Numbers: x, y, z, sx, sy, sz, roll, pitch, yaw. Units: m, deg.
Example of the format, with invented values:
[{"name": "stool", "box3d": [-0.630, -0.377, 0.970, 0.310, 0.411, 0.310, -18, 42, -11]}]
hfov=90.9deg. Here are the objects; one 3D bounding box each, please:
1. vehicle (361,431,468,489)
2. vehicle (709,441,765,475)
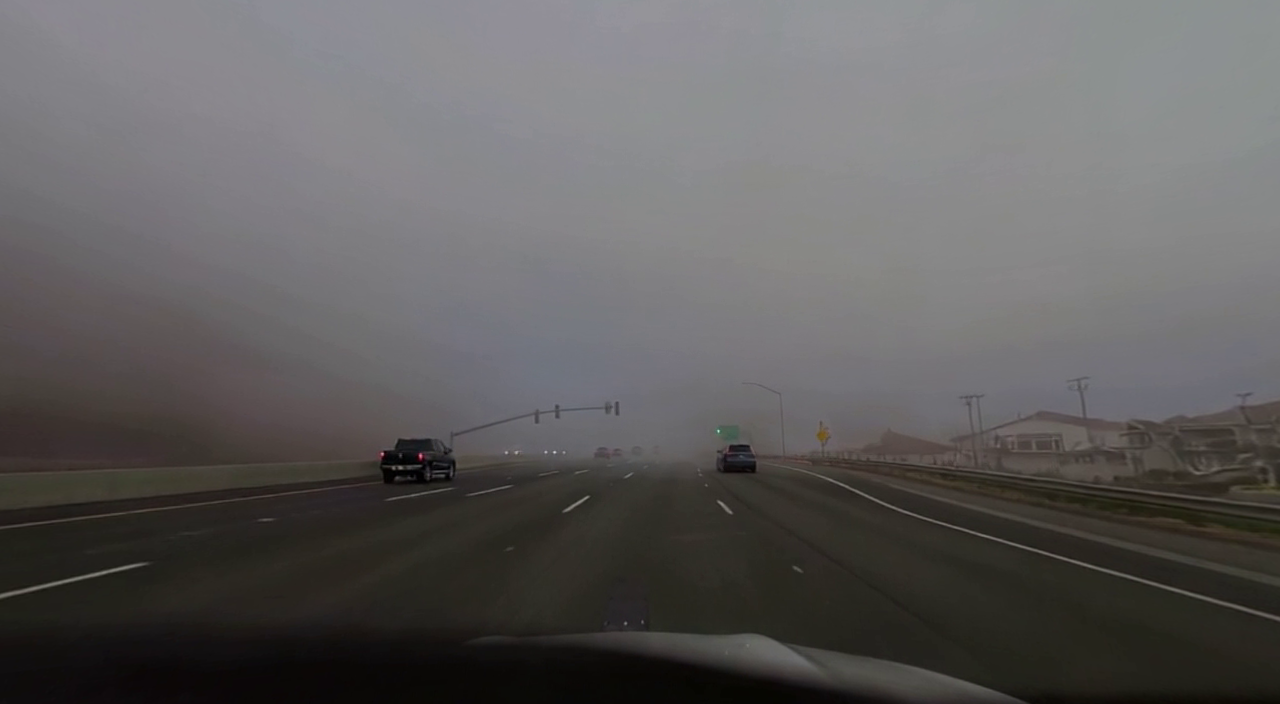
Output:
[{"name": "vehicle", "box3d": [-7.989, 3.866, 22.934, 2.122, 1.847, 4.696, 0, -8, 0]}, {"name": "vehicle", "box3d": [4.531, 5.032, 30.120, 2.100, 1.472, 4.533, 0, -8, 2]}]
